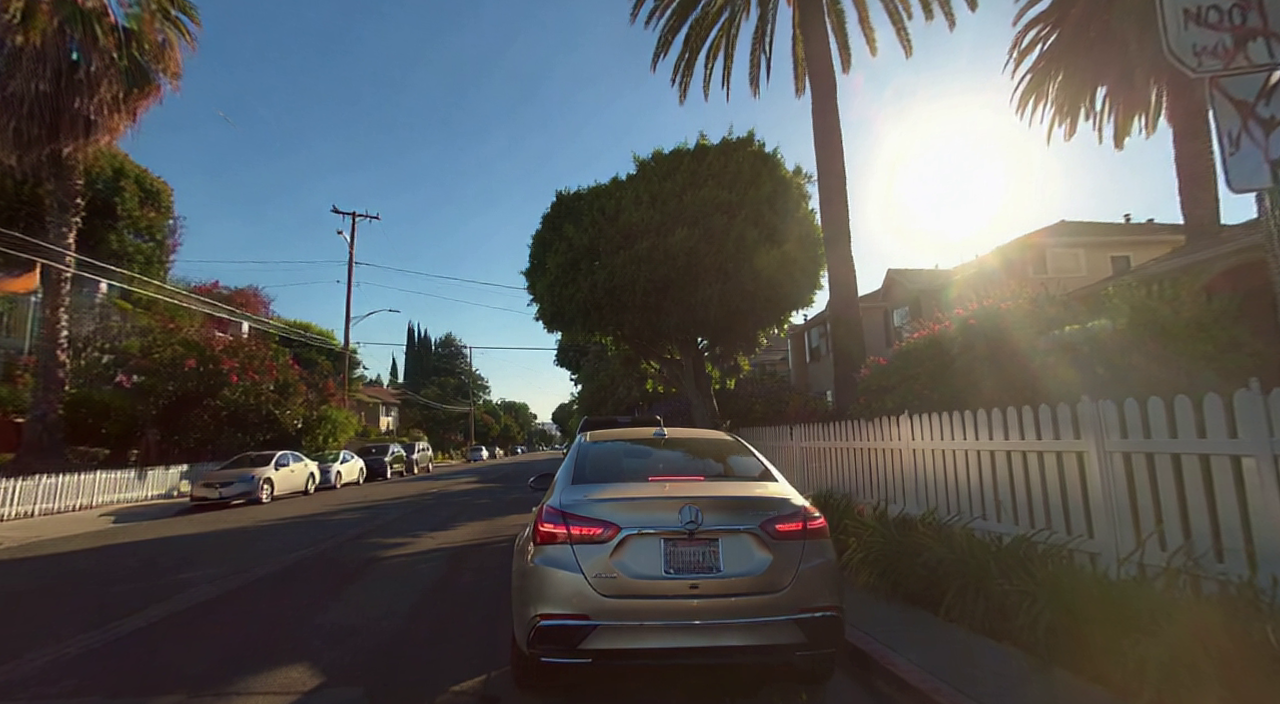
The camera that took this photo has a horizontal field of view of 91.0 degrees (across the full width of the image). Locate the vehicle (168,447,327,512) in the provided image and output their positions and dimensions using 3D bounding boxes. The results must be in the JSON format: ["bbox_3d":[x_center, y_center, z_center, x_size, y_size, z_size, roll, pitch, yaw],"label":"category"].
[{"bbox_3d":[-11.379,3.662,18.797,2.017,1.627,5.039,1,-8,-7],"label":"vehicle"}]

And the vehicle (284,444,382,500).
[{"bbox_3d":[-12.131,4.716,25.254,2.048,1.485,4.757,-4,-4,-7],"label":"vehicle"}]

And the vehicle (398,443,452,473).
[{"bbox_3d":[-13.131,6.475,38.717,2.060,1.689,4.999,1,-8,-7],"label":"vehicle"}]

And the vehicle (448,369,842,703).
[{"bbox_3d":[-0.134,1.215,4.992,1.894,1.695,3.795,1,-8,-6],"label":"vehicle"}]
